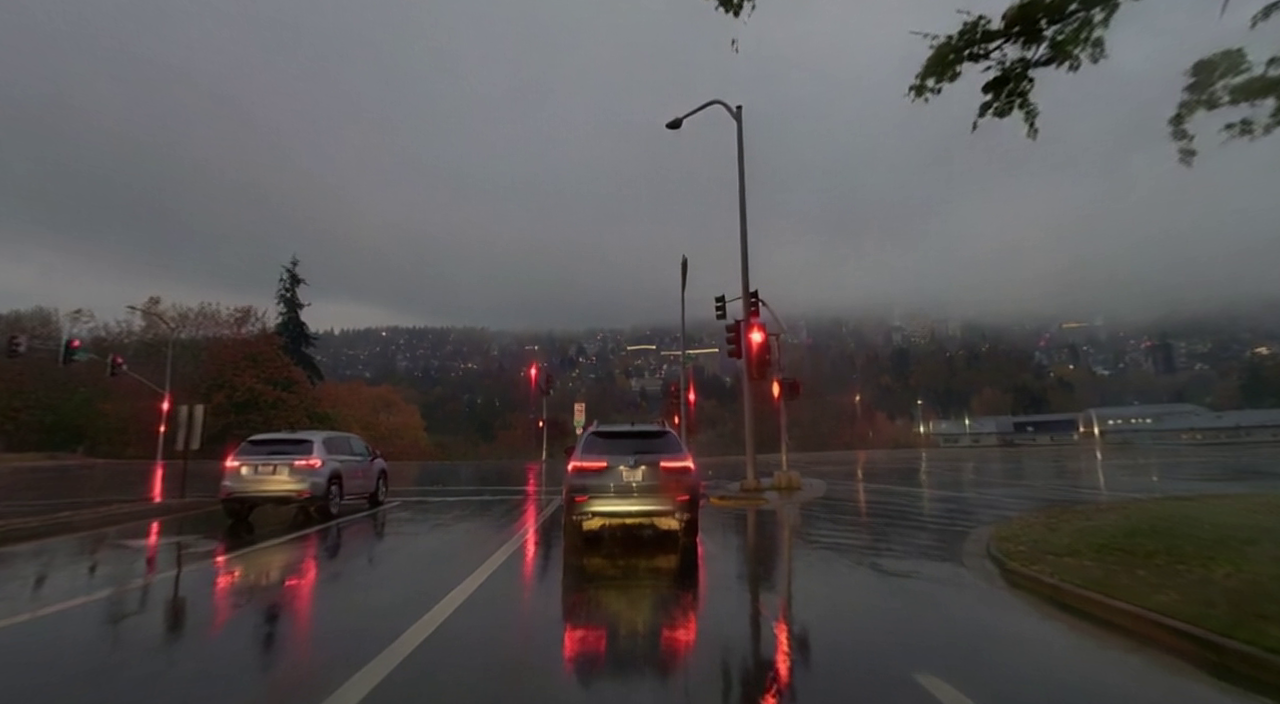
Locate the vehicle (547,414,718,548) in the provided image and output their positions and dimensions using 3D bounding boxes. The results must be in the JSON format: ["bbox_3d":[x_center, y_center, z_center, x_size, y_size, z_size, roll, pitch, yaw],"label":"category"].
[{"bbox_3d":[-0.237,1.940,10.097,2.154,1.670,4.140,0,-9,-4],"label":"vehicle"}]

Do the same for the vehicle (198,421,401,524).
[{"bbox_3d":[-6.498,2.336,12.680,2.020,1.695,4.187,1,-9,-5],"label":"vehicle"}]
